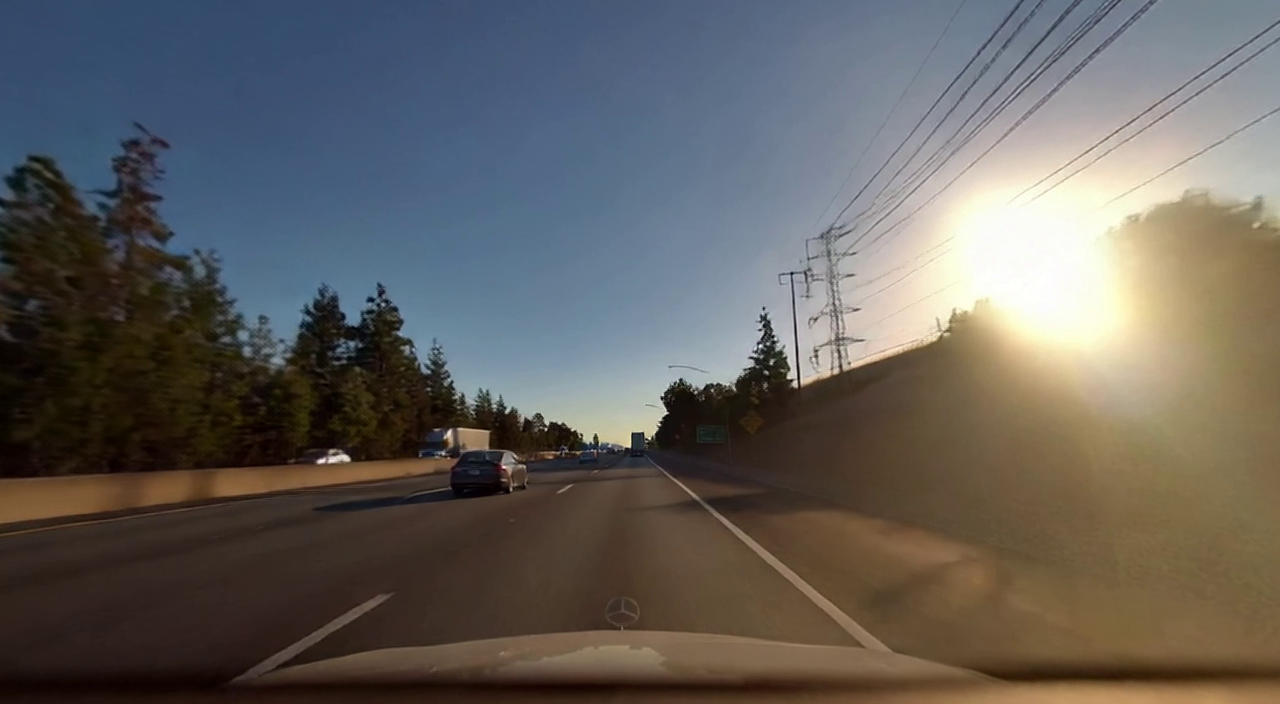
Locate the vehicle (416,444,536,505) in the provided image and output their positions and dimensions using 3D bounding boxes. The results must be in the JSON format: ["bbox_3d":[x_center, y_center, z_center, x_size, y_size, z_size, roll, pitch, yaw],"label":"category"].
[{"bbox_3d":[-4.326,3.302,17.457,2.106,1.445,4.404,0,-9,0],"label":"vehicle"}]
